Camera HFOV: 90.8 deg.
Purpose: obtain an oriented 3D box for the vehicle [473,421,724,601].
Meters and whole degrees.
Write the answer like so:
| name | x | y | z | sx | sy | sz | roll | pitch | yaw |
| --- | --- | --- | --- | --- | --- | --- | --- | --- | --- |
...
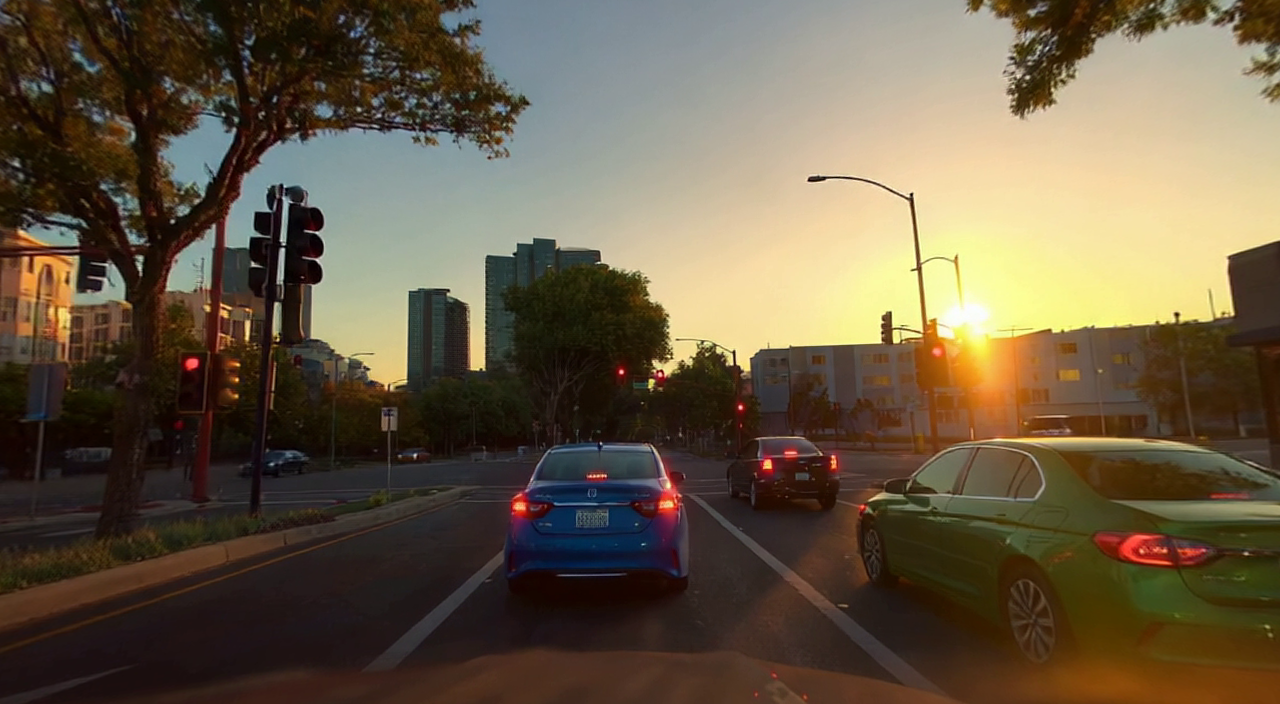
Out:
| name | x | y | z | sx | sy | sz | roll | pitch | yaw |
| --- | --- | --- | --- | --- | --- | --- | --- | --- | --- |
| vehicle | -0.371 | 1.651 | 7.412 | 2.143 | 1.520 | 3.848 | 0 | -8 | -1 |

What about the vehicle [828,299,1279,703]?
| name | x | y | z | sx | sy | sz | roll | pitch | yaw |
| --- | --- | --- | --- | --- | --- | --- | --- | --- | --- |
| vehicle | 3.585 | 1.108 | 5.053 | 2.572 | 1.945 | 5.065 | 0 | -8 | 0 |

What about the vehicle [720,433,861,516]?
| name | x | y | z | sx | sy | sz | roll | pitch | yaw |
| --- | --- | --- | --- | --- | --- | --- | --- | --- | --- |
| vehicle | 3.155 | 2.666 | 14.335 | 2.026 | 1.549 | 4.559 | 0 | -8 | -1 |

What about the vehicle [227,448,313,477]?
| name | x | y | z | sx | sy | sz | roll | pitch | yaw |
| --- | --- | --- | --- | --- | --- | --- | --- | --- | --- |
| vehicle | -21.597 | 6.452 | 37.172 | 2.091 | 1.534 | 4.846 | 0 | -8 | 0 |
